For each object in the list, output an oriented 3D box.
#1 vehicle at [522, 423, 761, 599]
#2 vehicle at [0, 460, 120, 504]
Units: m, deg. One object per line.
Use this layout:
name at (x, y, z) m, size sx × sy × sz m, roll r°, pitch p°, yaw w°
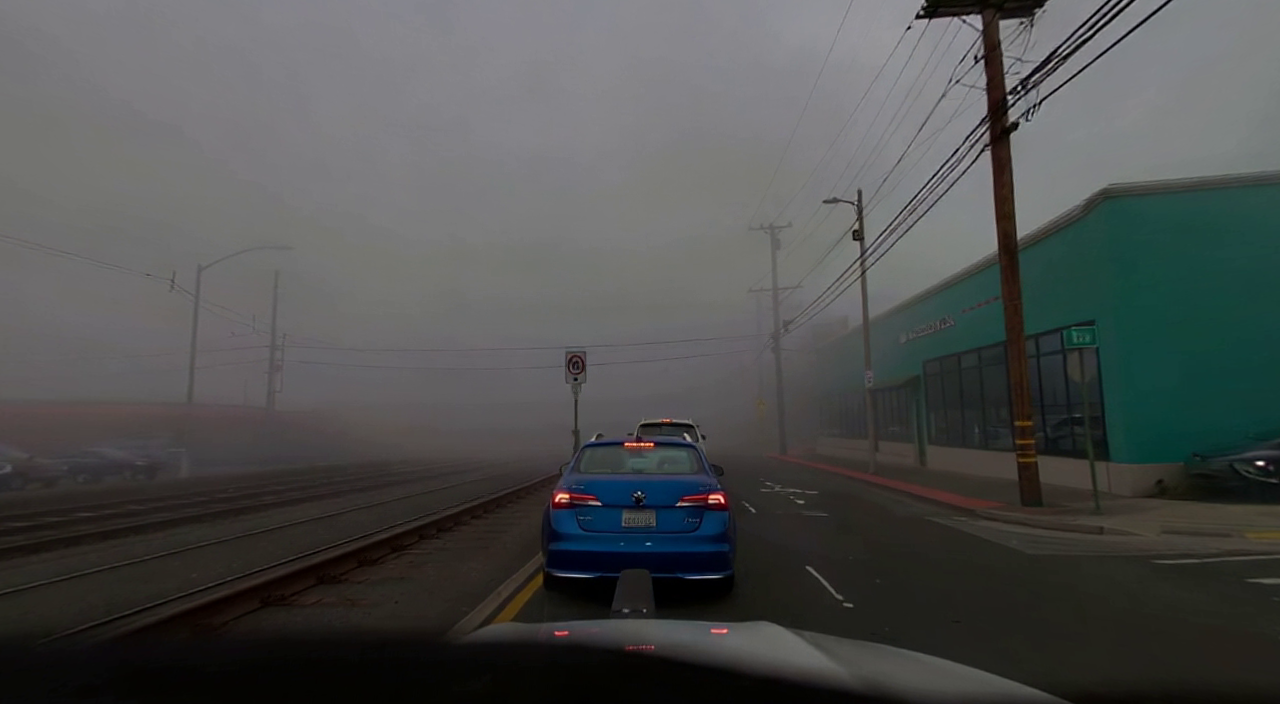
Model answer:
vehicle at (0.096, 1.705, 7.616) m, size 2.090 × 1.518 × 4.033 m, roll -1°, pitch -9°, yaw 3°
vehicle at (-21.940, 4.677, 22.846) m, size 4.566 × 1.453 × 1.935 m, roll -1°, pitch -9°, yaw 5°
